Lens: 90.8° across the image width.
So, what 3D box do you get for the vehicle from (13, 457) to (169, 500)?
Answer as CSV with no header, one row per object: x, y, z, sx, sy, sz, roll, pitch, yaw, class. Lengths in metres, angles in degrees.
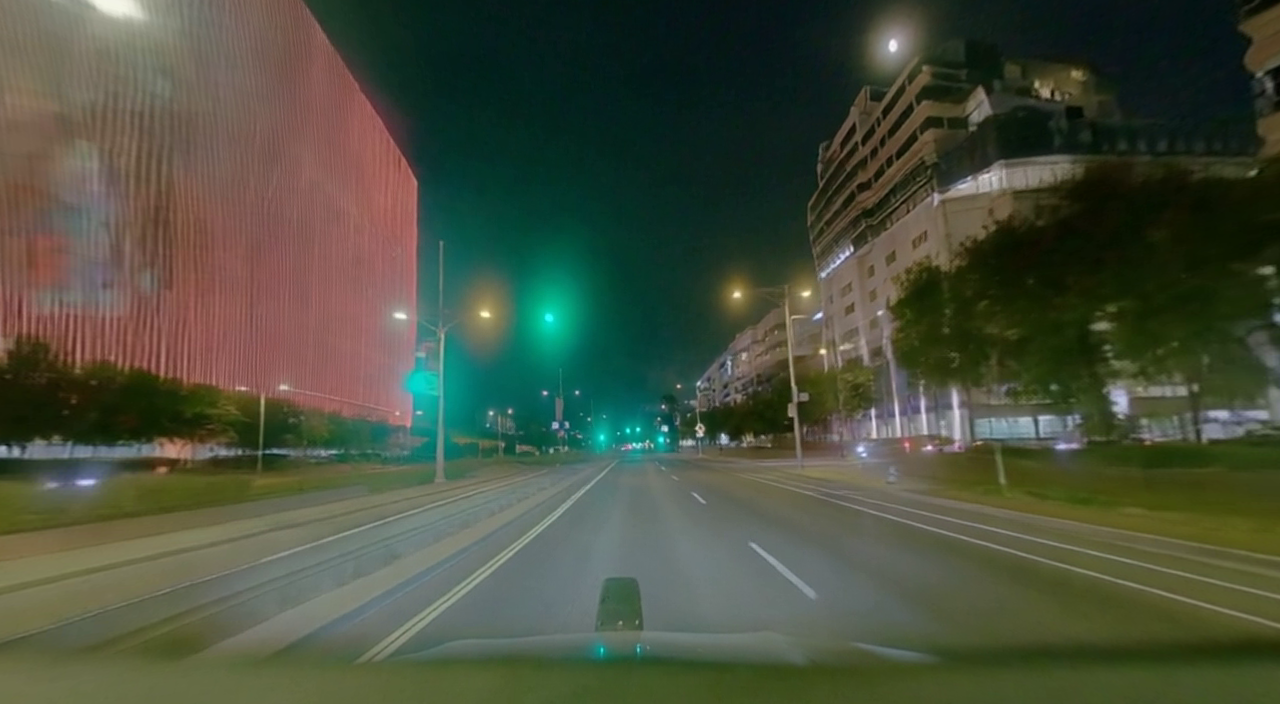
-21.257,4.875,24.809,1.867,1.464,4.748,0,-9,0,vehicle
